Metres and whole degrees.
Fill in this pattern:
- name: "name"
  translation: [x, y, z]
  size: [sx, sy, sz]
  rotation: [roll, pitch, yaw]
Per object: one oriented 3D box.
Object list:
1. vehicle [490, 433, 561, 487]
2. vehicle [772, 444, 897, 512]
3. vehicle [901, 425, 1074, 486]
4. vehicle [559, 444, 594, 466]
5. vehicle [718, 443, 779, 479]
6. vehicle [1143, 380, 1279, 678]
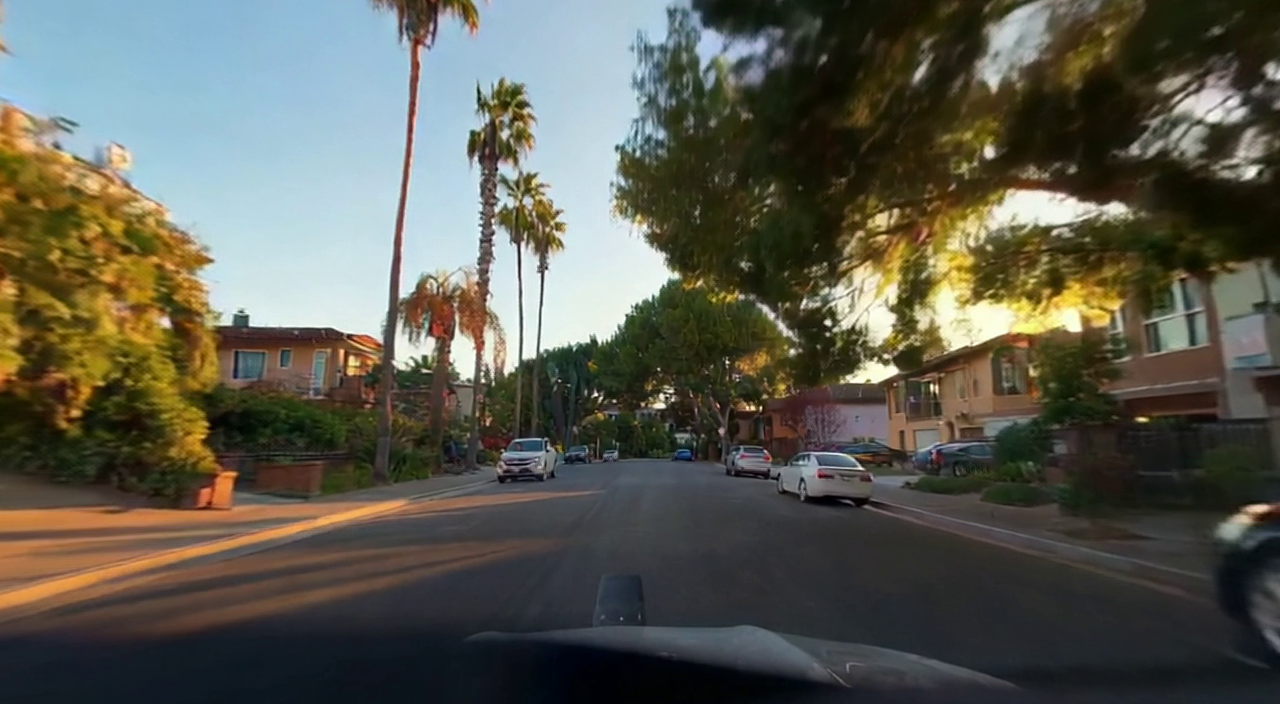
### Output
- name: "vehicle"
  translation: [-4.513, 4.329, 25.709]
  size: [2.149, 1.877, 5.082]
  rotation: [-1, -8, -2]
- name: "vehicle"
  translation: [5.041, 3.286, 17.078]
  size: [2.056, 1.464, 4.493]
  rotation: [3, -8, 1]
- name: "vehicle"
  translation: [11.842, 3.550, 21.817]
  size: [4.621, 1.591, 2.090]
  rotation: [-5, -8, -1]
- name: "vehicle"
  translation: [-4.742, 7.766, 47.720]
  size: [2.079, 1.486, 4.877]
  rotation: [-2, -8, 0]
- name: "vehicle"
  translation: [4.944, 5.015, 29.403]
  size: [1.991, 1.554, 4.501]
  rotation: [0, -8, -1]
- name: "vehicle"
  translation: [5.036, 0.913, 2.335]
  size: [2.131, 1.824, 5.229]
  rotation: [3, -8, 1]
